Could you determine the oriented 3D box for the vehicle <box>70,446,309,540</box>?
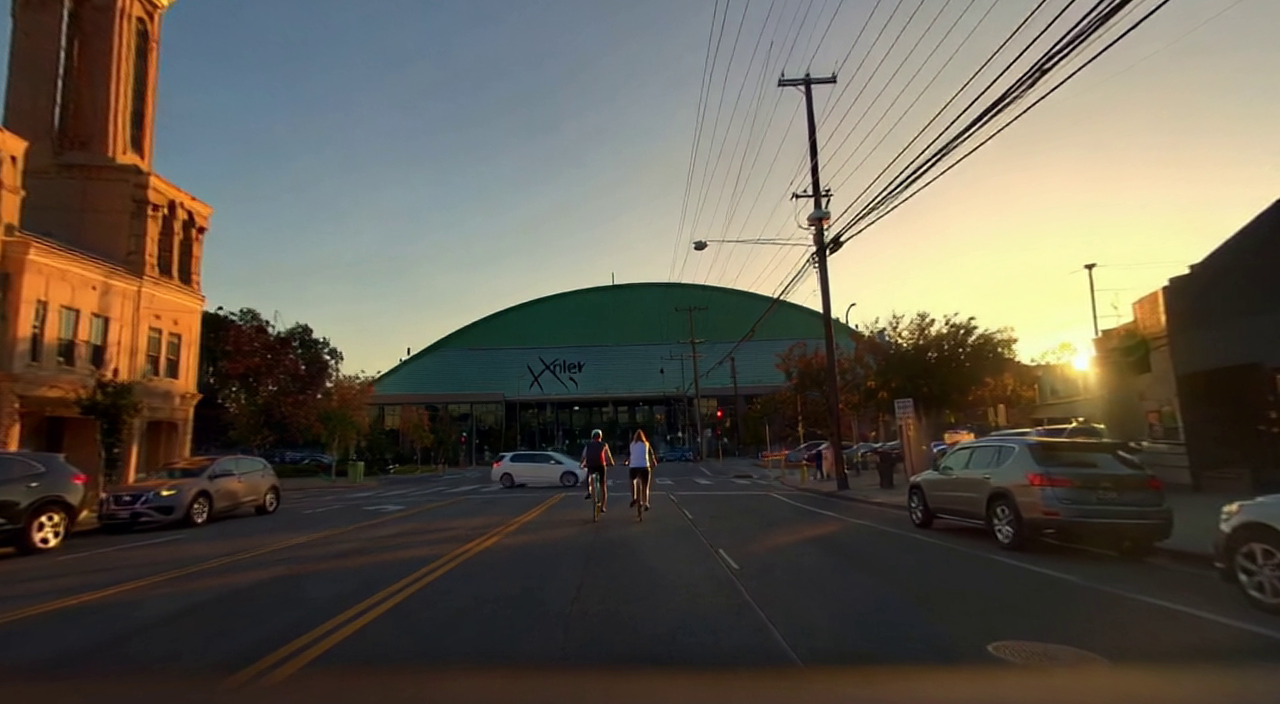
[{"bbox_3d":[-10.260,3.169,15.053,2.075,1.816,4.900,0,-8,-1],"label":"vehicle"}]

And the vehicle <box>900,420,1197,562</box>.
[{"bbox_3d":[5.831,1.993,9.779,1.873,1.714,3.979,0,-8,0],"label":"vehicle"}]

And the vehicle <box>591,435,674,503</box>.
[{"bbox_3d":[-0.173,3.407,18.787,2.190,1.783,4.048,0,-8,1],"label":"vehicle"}]

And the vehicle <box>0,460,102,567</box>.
[{"bbox_3d":[-10.222,2.268,8.524,1.904,1.495,4.585,0,-8,-1],"label":"vehicle"}]

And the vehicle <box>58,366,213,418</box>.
[{"bbox_3d":[-17.107,1.394,21.573,3.685,1.584,1.708,1,-9,-3],"label":"vehicle"}]

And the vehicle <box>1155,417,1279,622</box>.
[{"bbox_3d":[5.897,1.159,3.976,1.900,1.566,3.995,0,-8,0],"label":"vehicle"}]

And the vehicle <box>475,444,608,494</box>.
[{"bbox_3d":[-3.988,4.657,25.473,4.961,1.832,2.287,3,-9,-17],"label":"vehicle"}]
